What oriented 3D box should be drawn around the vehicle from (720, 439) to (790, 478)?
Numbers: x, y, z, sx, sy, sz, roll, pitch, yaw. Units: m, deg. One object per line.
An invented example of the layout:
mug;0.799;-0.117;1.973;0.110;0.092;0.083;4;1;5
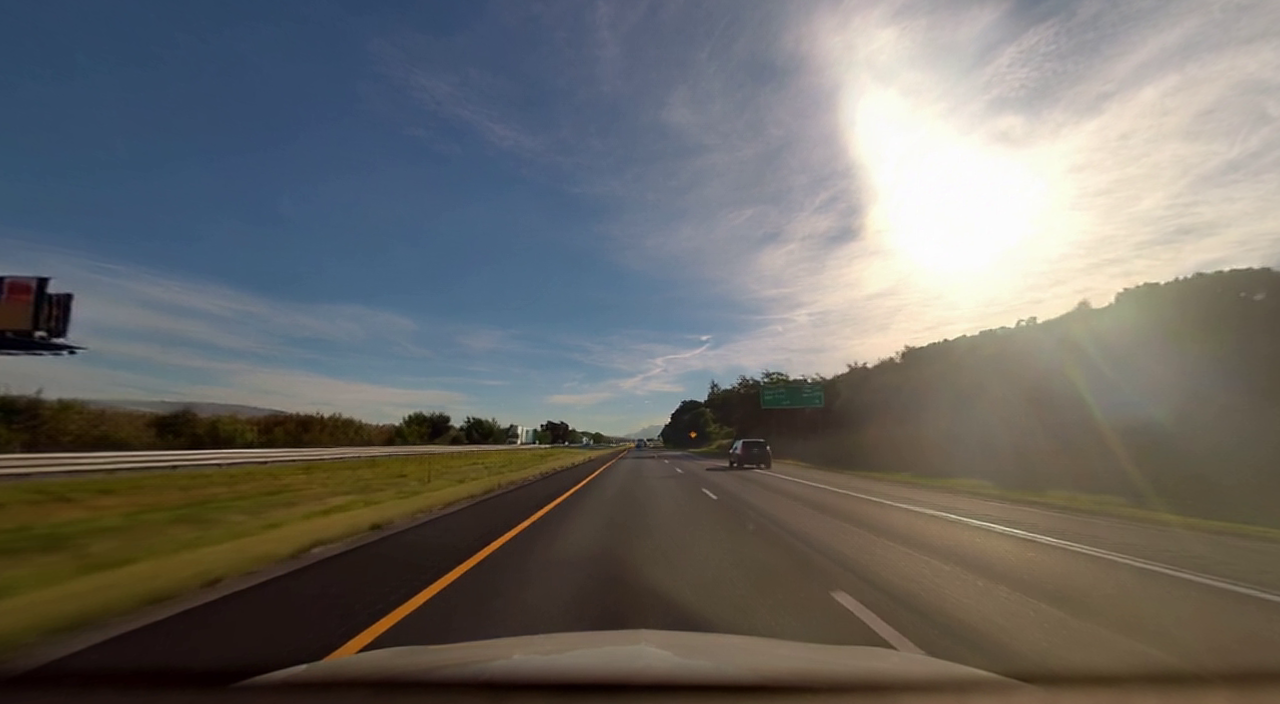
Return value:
vehicle;4.661;4.385;26.209;2.012;1.476;4.256;0;-8;-1
